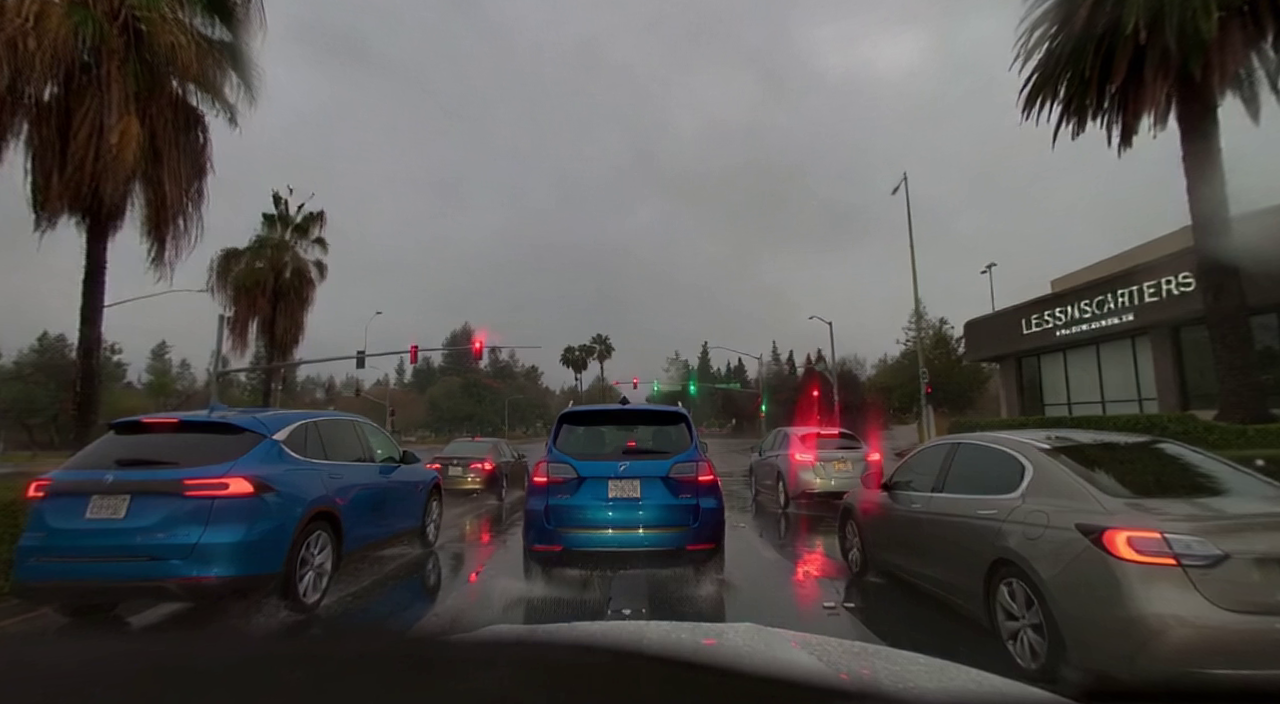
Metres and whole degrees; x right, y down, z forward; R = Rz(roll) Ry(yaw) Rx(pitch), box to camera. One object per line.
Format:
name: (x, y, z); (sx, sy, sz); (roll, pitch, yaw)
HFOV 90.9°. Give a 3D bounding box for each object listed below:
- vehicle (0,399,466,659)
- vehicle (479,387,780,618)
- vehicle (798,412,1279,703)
vehicle: (-3.355, 1.381, 6.049); (2.014, 1.534, 4.455); (0, -8, 1)
vehicle: (-0.136, 1.465, 7.063); (2.280, 1.747, 4.361); (0, -8, -2)
vehicle: (2.961, 1.371, 5.259); (2.017, 1.491, 4.611); (0, -8, -1)
